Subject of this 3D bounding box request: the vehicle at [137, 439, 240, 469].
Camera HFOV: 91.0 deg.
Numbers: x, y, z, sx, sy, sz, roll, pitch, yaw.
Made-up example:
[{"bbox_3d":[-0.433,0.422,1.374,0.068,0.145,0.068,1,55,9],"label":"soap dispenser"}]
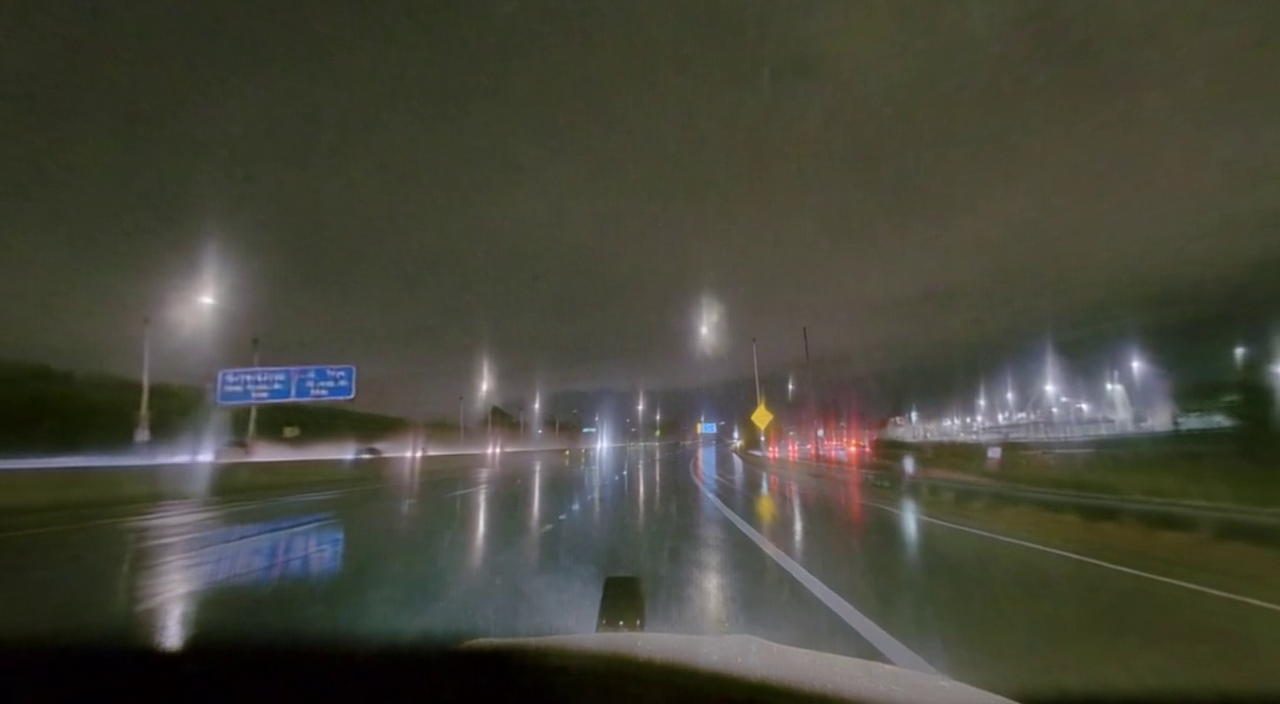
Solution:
[{"bbox_3d":[-25.876,5.892,36.371,2.103,1.585,4.950,0,-9,3],"label":"vehicle"}]
